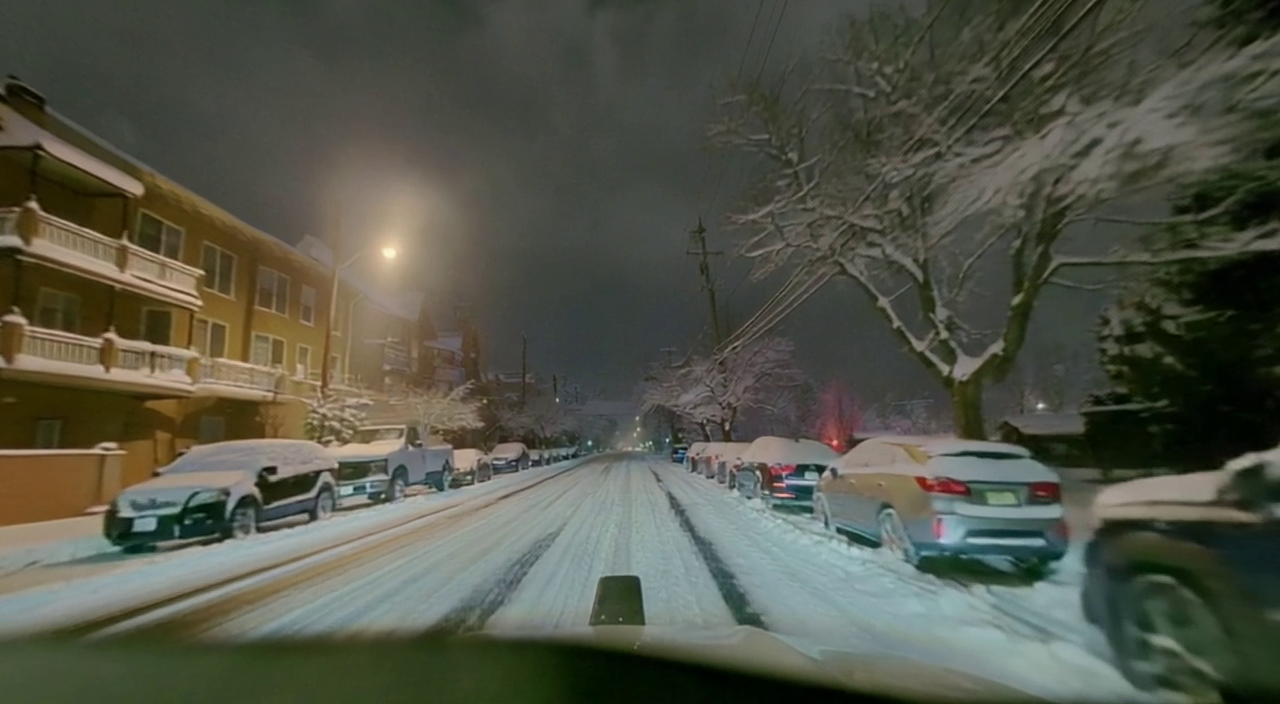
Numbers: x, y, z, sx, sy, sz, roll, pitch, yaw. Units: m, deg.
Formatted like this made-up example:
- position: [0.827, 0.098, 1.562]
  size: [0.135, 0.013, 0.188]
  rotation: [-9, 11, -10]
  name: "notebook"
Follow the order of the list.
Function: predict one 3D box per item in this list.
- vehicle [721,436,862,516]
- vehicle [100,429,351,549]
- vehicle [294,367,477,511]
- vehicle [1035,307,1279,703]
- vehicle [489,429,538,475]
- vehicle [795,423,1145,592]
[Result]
- position: [3.338, 2.841, 15.072]
  size: [2.057, 1.554, 4.905]
  rotation: [0, -9, -1]
  name: "vehicle"
- position: [-7.707, 2.550, 12.461]
  size: [1.955, 1.804, 4.523]
  rotation: [-3, -9, -1]
  name: "vehicle"
- position: [-7.523, 2.756, 19.909]
  size: [2.901, 3.610, 6.707]
  rotation: [-3, -9, 1]
  name: "vehicle"
- position: [3.676, 0.613, 1.473]
  size: [2.185, 1.888, 4.724]
  rotation: [0, -9, -4]
  name: "vehicle"
- position: [-7.195, 5.749, 36.411]
  size: [1.889, 2.463, 4.142]
  rotation: [0, -9, 1]
  name: "vehicle"
- position: [3.677, 1.812, 8.287]
  size: [2.028, 1.555, 4.595]
  rotation: [0, -9, -1]
  name: "vehicle"
